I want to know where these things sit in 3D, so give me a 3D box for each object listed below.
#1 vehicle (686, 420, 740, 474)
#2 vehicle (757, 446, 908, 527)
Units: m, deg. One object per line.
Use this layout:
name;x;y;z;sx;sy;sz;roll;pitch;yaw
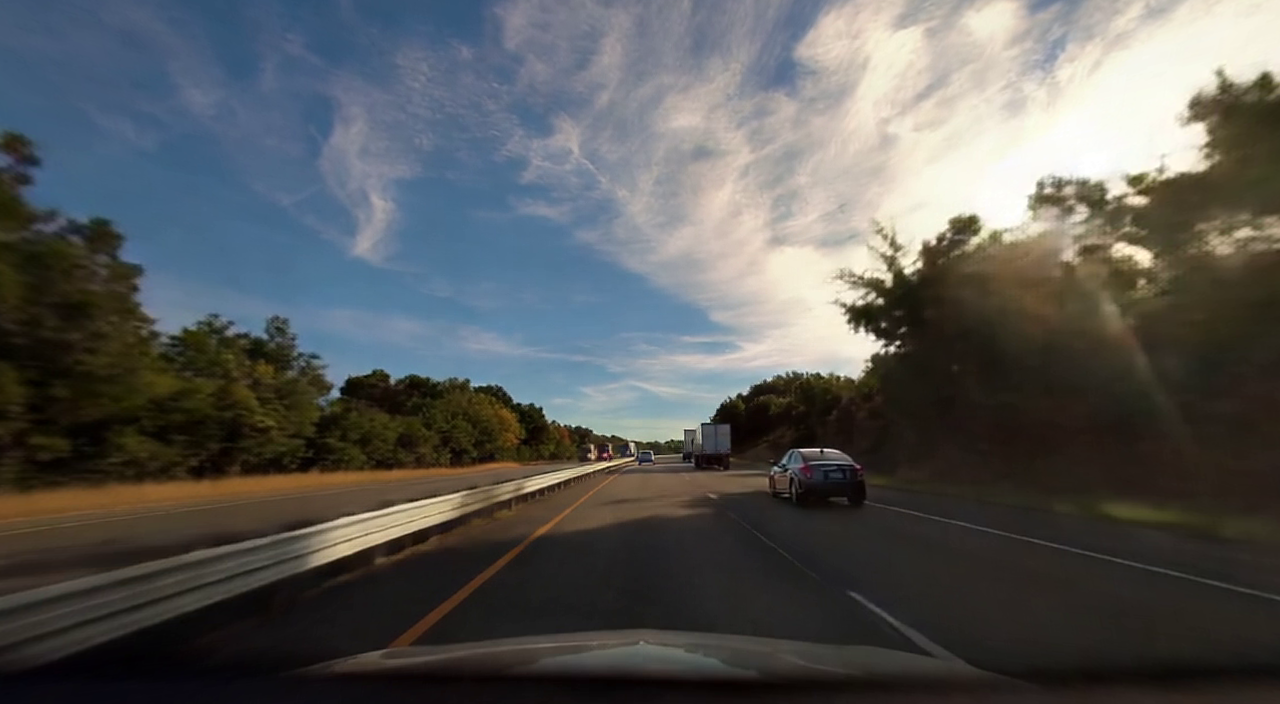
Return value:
vehicle;5.238;7.157;47.325;2.866;3.558;11.674;0;-9;1
vehicle;3.889;2.766;13.511;1.893;1.442;4.039;0;-9;-1
